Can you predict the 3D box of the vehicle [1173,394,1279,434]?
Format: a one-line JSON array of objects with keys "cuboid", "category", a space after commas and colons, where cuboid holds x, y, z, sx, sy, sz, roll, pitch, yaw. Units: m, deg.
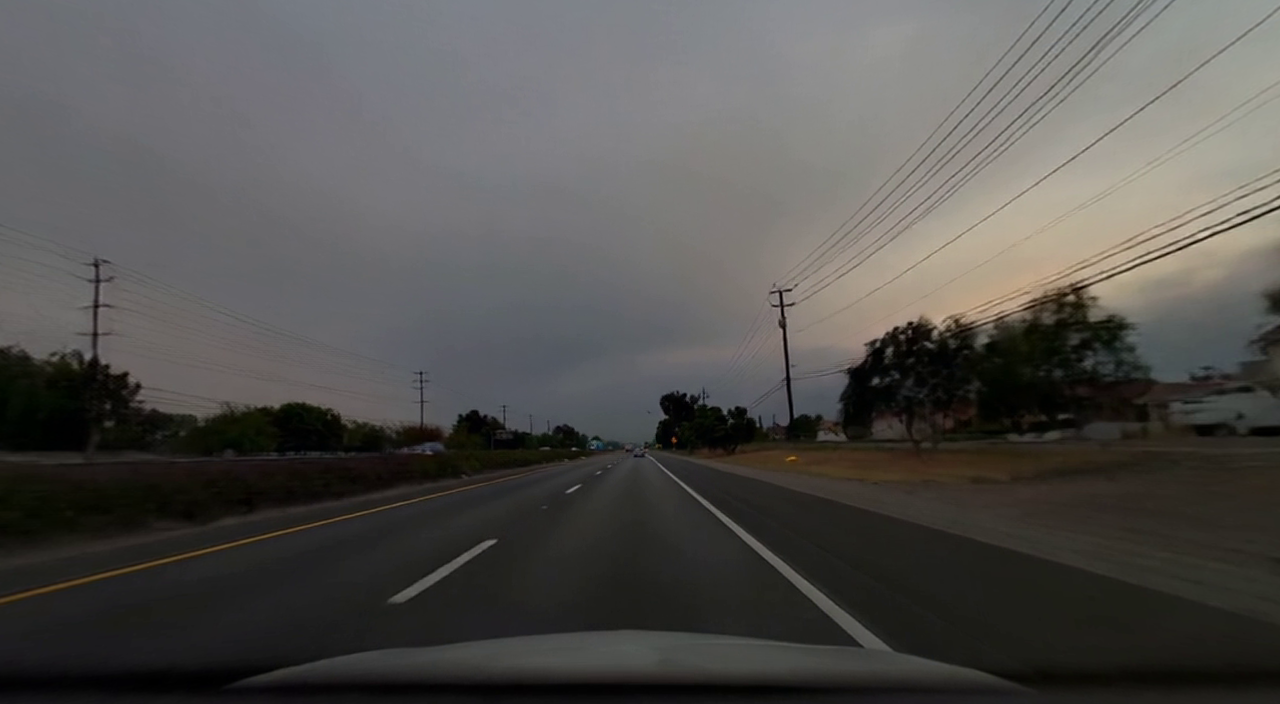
[{"cuboid": [28.126, 2.997, 29.943, 1.887, 1.623, 4.203, 0, -9, 2], "category": "vehicle"}]
